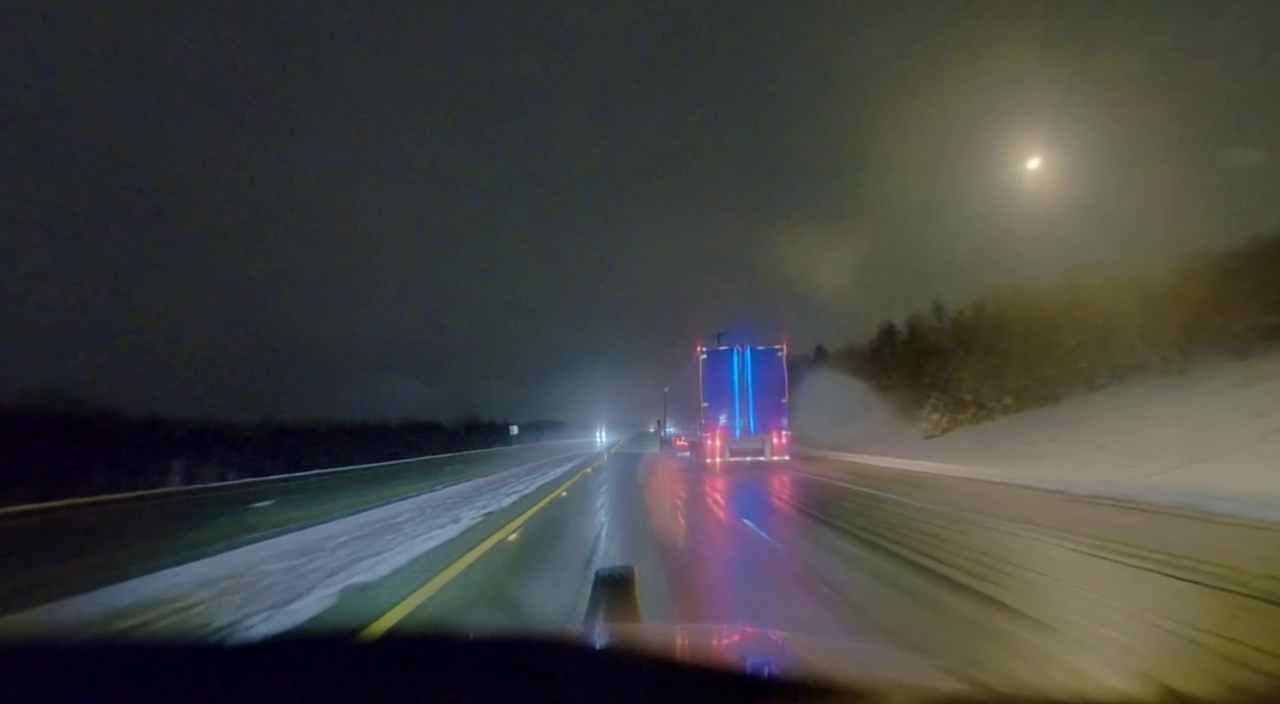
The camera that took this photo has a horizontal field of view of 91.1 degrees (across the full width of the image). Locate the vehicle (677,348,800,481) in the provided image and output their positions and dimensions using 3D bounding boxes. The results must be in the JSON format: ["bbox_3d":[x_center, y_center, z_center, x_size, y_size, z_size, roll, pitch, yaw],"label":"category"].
[{"bbox_3d":[3.103,2.366,22.583,2.949,3.877,8.528,0,-8,0],"label":"vehicle"}]
